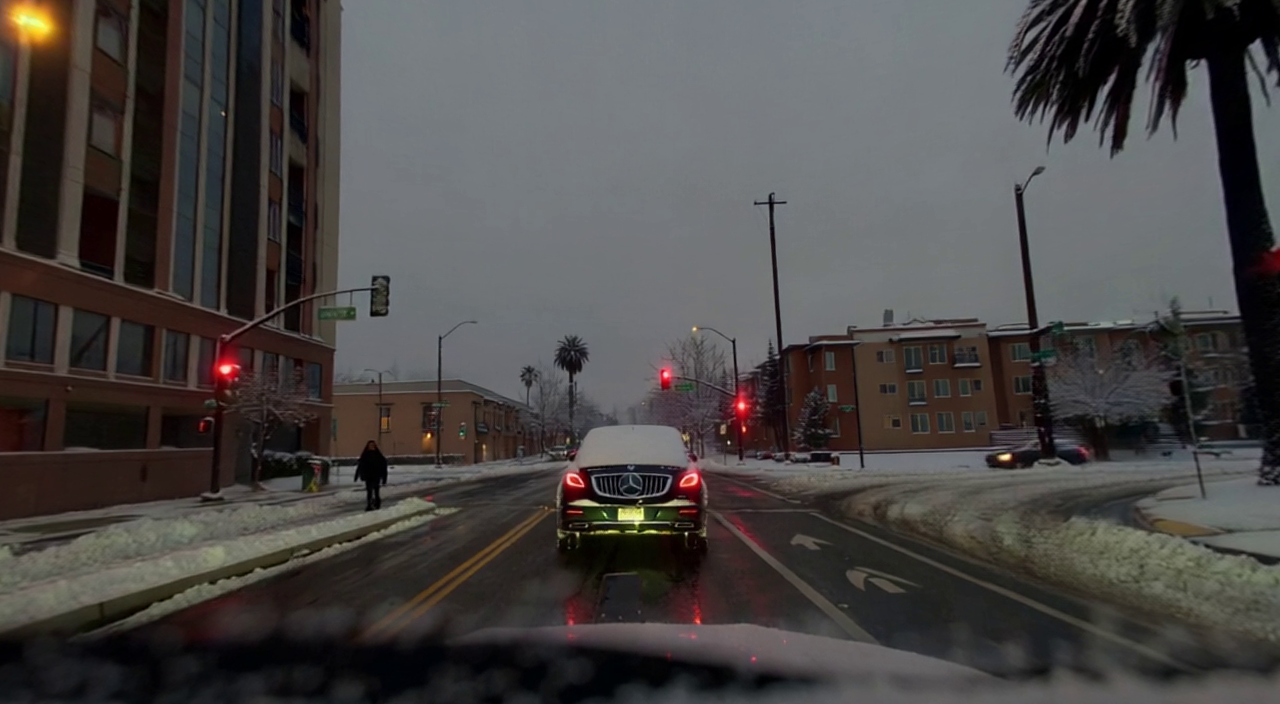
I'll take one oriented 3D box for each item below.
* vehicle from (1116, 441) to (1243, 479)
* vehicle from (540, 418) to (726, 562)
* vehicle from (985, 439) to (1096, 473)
[{"bbox_3d":[24.341,4.861,28.604,4.118,1.593,2.004,1,-8,-8],"label":"vehicle"},{"bbox_3d":[-0.081,1.872,9.231,2.144,1.643,3.770,0,-8,0],"label":"vehicle"},{"bbox_3d":[21.723,5.657,34.404,4.649,1.760,2.029,0,-8,0],"label":"vehicle"}]
